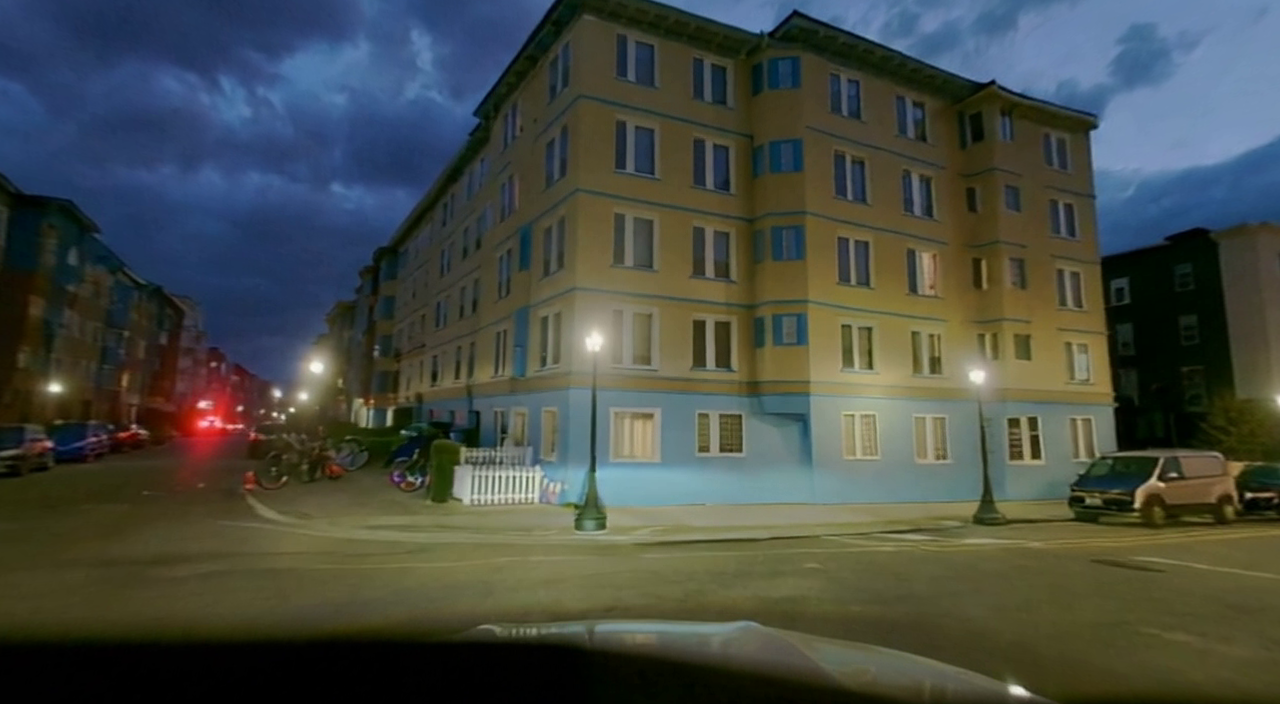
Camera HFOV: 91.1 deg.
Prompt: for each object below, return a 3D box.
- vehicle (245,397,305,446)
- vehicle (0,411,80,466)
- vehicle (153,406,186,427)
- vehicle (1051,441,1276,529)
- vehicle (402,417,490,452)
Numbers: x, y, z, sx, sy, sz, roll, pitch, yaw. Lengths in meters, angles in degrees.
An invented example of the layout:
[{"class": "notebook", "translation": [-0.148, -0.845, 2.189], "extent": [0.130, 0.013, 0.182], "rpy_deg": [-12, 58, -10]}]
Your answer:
[{"class": "vehicle", "translation": [-16.906, 3.274, 29.021], "extent": [2.072, 2.074, 4.358], "rpy_deg": [5, -9, -31]}, {"class": "vehicle", "translation": [-17.941, 2.459, 18.037], "extent": [1.897, 1.431, 3.741], "rpy_deg": [4, -9, -28]}, {"class": "vehicle", "translation": [-35.483, 4.912, 47.461], "extent": [1.777, 1.459, 3.676], "rpy_deg": [6, -9, -34]}, {"class": "vehicle", "translation": [10.337, 2.557, 12.504], "extent": [3.414, 1.519, 1.719], "rpy_deg": [3, -8, -16]}, {"class": "vehicle", "translation": [-8.595, 3.671, 27.859], "extent": [3.404, 1.431, 1.641], "rpy_deg": [4, -9, -28]}]
